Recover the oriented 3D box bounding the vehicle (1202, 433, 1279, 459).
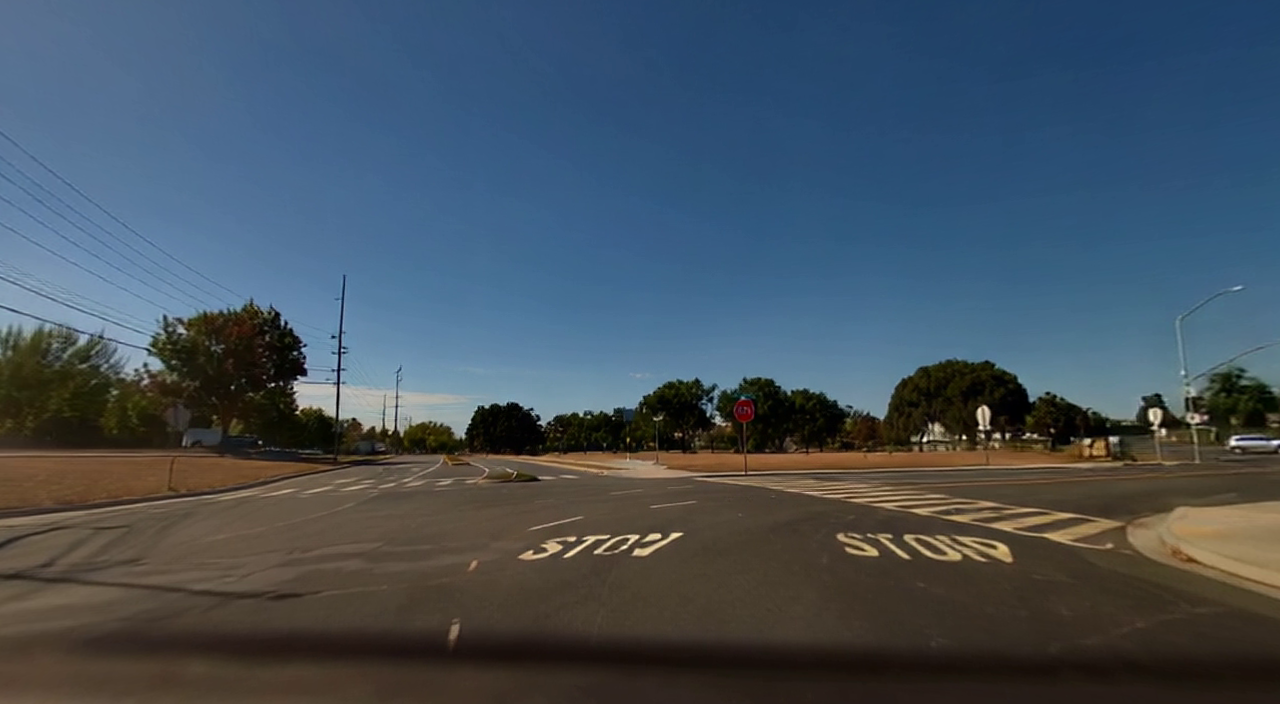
[{"bbox_3d":[47.186,7.181,48.065,2.192,1.897,5.871,4,-9,-27],"label":"vehicle"}]
